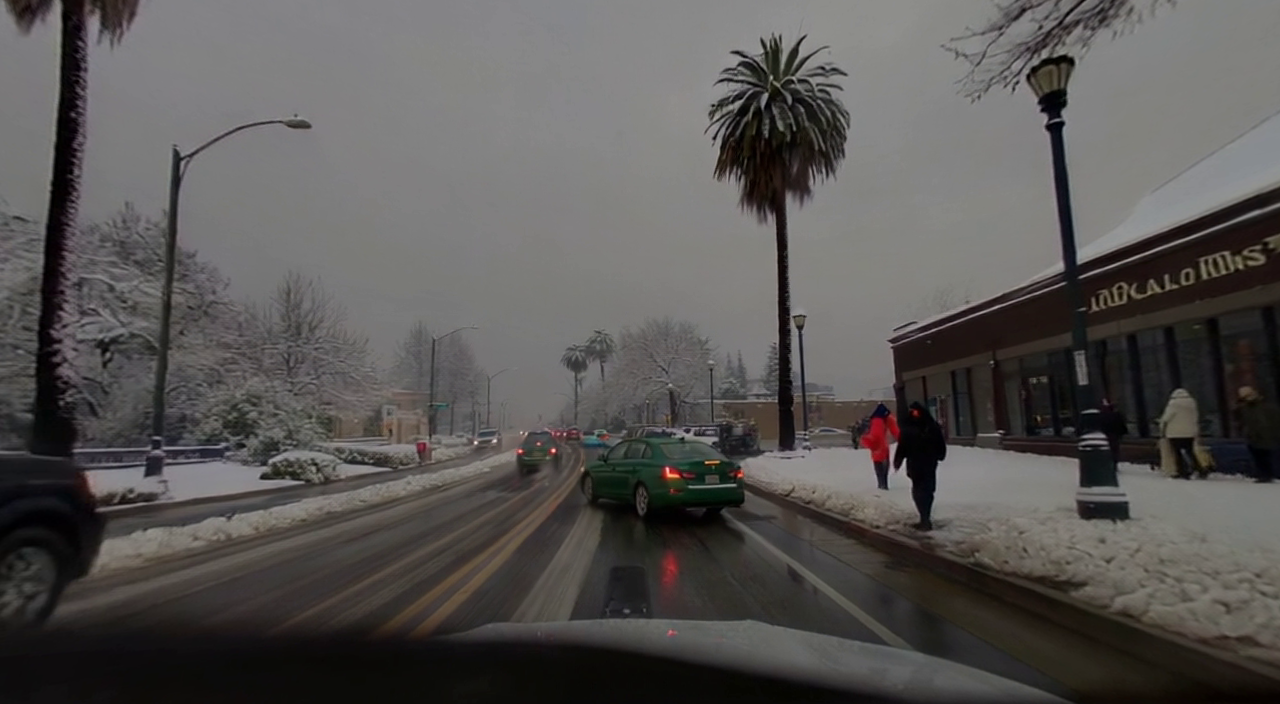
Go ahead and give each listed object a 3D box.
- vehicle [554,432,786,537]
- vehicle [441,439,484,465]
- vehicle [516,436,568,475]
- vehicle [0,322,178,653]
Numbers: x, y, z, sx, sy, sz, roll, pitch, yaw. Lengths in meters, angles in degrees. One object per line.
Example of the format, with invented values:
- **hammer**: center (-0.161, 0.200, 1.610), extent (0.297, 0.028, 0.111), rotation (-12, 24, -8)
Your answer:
- **vehicle**: center (0.263, 2.265, 11.521), extent (1.930, 1.477, 4.657), rotation (5, -10, -31)
- **vehicle**: center (-11.721, 6.623, 41.966), extent (1.930, 1.583, 4.423), rotation (0, -9, -5)
- **vehicle**: center (-4.406, 4.722, 28.968), extent (2.039, 1.628, 4.331), rotation (0, -9, -4)
- **vehicle**: center (-5.025, 0.665, 2.665), extent (2.164, 2.047, 5.455), rotation (0, -9, -3)
